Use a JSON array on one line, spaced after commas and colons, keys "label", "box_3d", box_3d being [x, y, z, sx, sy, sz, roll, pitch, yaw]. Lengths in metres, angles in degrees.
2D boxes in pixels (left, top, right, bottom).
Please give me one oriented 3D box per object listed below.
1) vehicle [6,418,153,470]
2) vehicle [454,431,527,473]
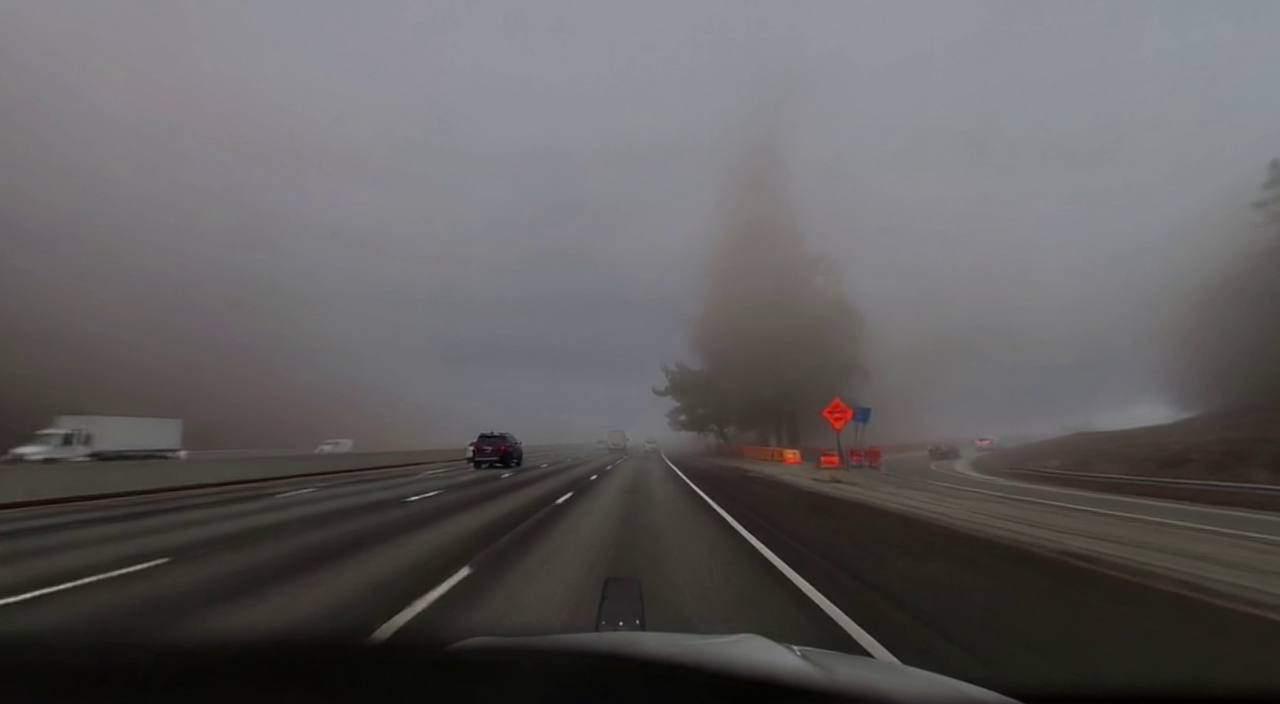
[{"label": "vehicle", "box_3d": [-25.805, 4.258, 29.282, 2.351, 2.192, 4.592, 0, -8, 3]}, {"label": "vehicle", "box_3d": [-6.851, 4.636, 29.487, 2.103, 1.775, 4.966, 0, -8, 1]}]
